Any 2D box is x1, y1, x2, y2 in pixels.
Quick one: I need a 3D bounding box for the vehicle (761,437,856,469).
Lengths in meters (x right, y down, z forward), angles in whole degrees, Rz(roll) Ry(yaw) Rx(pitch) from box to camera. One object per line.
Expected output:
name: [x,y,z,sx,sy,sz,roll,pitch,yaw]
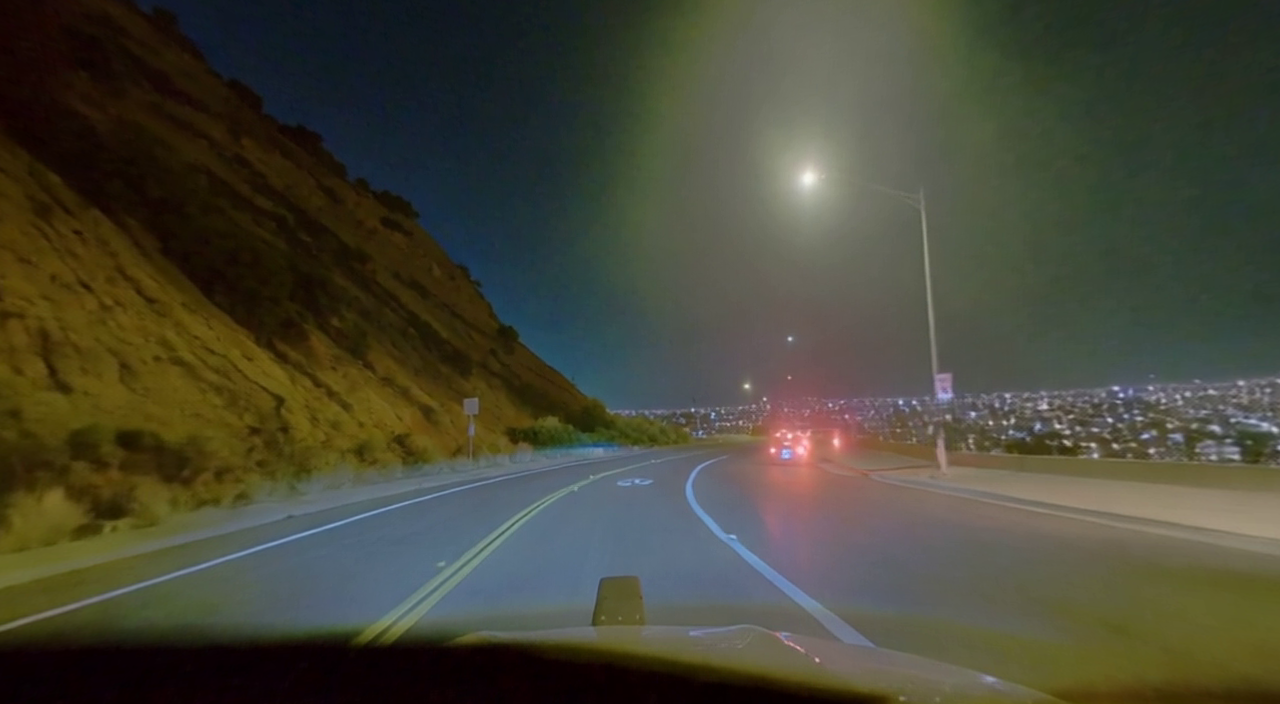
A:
vehicle: [9.036,5.345,33.785,4.963,1.585,2.155,5,-9,-34]
